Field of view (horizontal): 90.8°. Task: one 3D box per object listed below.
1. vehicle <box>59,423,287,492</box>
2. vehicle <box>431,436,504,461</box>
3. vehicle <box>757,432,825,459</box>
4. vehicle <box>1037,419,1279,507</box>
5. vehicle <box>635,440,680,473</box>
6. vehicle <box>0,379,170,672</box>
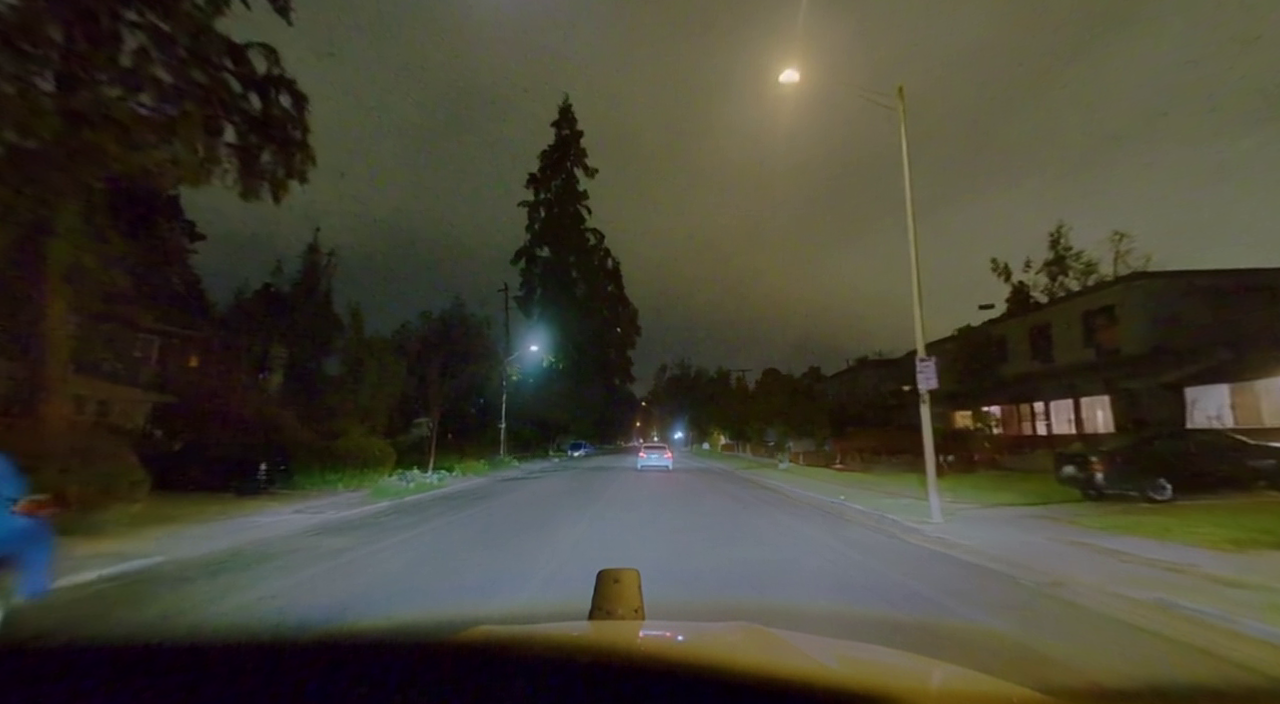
[{"bbox_3d":[-12.949,2.950,17.786,4.765,1.791,1.941,0,-9,-1],"label":"vehicle"},{"bbox_3d":[-13.029,7.312,47.896,4.909,1.869,2.007,-1,-9,5],"label":"vehicle"},{"bbox_3d":[10.005,6.245,42.141,4.009,1.747,1.839,0,-9,0],"label":"vehicle"},{"bbox_3d":[11.096,2.205,12.932,4.592,1.489,1.919,-2,-8,-1],"label":"vehicle"},{"bbox_3d":[0.747,4.959,30.198,2.000,1.449,4.006,0,-8,-1],"label":"vehicle"},{"bbox_3d":[-5.108,0.983,2.936,2.126,1.816,4.796,-3,-8,1],"label":"vehicle"}]
